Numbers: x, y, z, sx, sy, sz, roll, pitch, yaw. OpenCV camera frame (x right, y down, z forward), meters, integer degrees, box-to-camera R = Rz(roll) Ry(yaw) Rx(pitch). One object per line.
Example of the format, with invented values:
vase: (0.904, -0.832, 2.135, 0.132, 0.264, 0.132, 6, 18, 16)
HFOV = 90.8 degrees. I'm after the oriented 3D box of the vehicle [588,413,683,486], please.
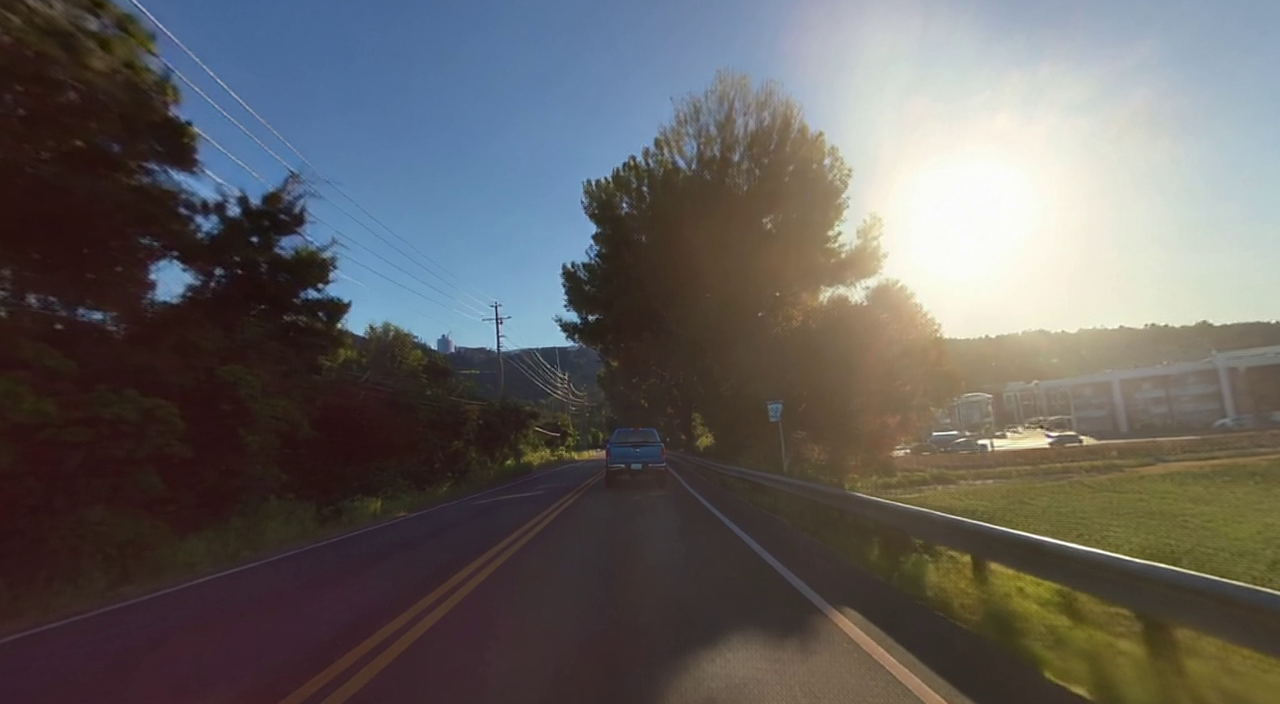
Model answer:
vehicle: (-0.221, 3.668, 23.964, 3.021, 2.326, 7.410, 0, -8, -1)
